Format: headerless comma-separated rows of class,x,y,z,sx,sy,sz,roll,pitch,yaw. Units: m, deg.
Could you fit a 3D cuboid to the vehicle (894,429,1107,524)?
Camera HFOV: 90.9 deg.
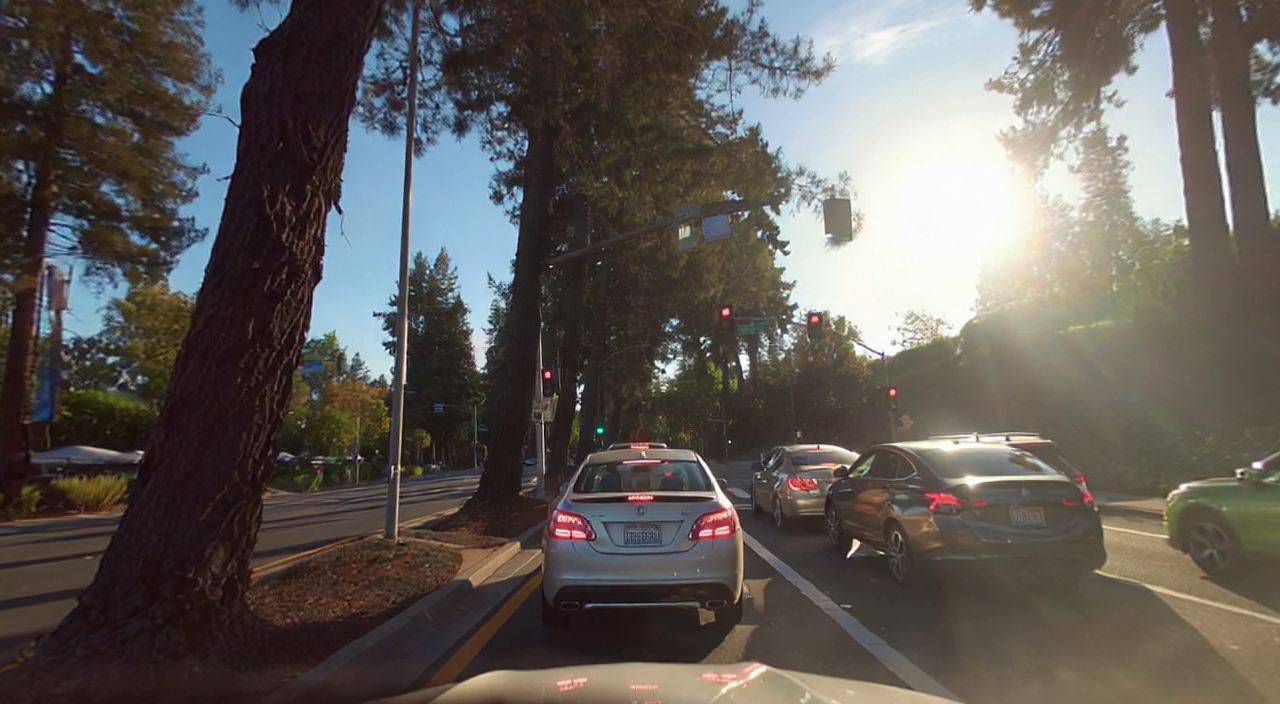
vehicle,7.023,2.463,12.911,1.923,1.611,4.094,0,-9,0

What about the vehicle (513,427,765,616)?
vehicle,0.014,1.677,7.092,2.015,1.502,3.898,0,-9,1

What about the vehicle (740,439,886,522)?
vehicle,3.531,2.713,13.822,1.934,1.494,4.446,0,-9,0

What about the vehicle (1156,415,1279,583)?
vehicle,6.941,1.333,5.585,1.783,1.572,3.421,0,-9,1
